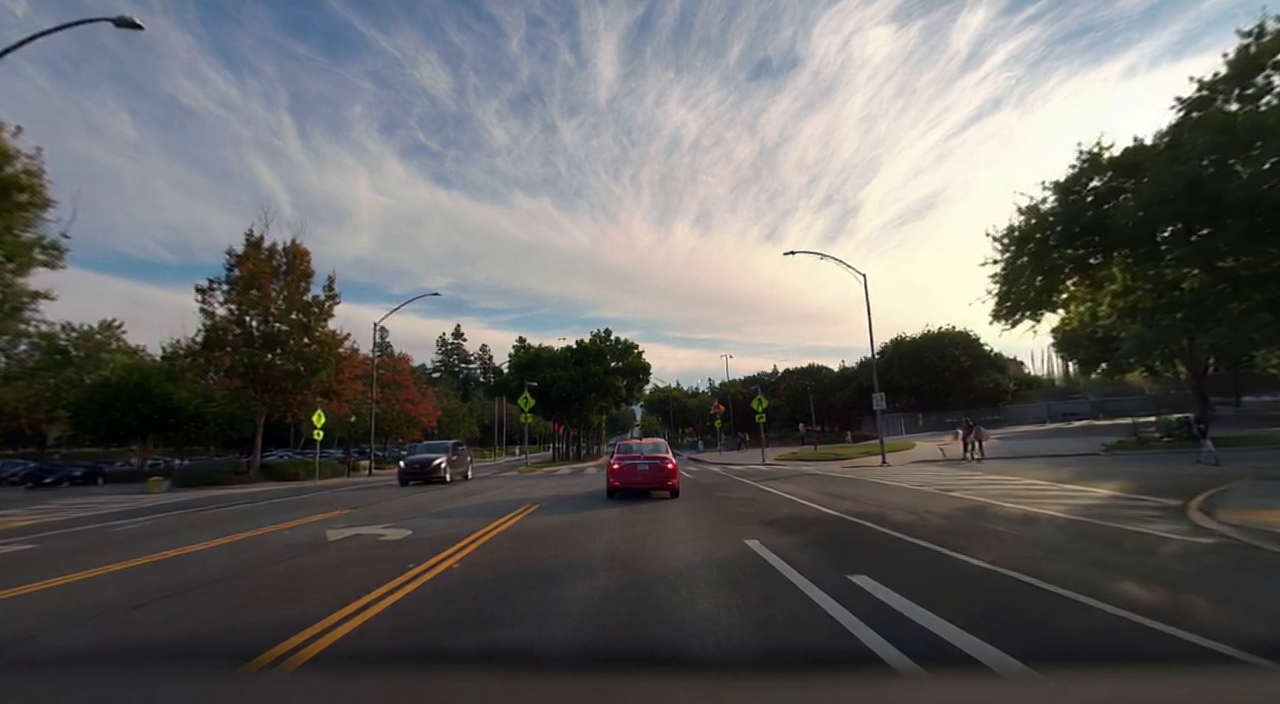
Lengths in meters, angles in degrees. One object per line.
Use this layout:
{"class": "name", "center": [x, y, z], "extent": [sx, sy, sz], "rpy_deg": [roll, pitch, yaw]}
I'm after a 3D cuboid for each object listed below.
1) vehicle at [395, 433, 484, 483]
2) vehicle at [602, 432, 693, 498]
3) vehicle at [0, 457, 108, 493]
{"class": "vehicle", "center": [-8.537, 4.548, 27.429], "extent": [2.179, 1.933, 5.034], "rpy_deg": [0, -8, 0]}
{"class": "vehicle", "center": [0.133, 3.051, 17.579], "extent": [2.221, 1.570, 4.398], "rpy_deg": [0, -8, -1]}
{"class": "vehicle", "center": [-30.332, 6.241, 32.379], "extent": [2.024, 1.558, 4.830], "rpy_deg": [0, -8, -3]}
